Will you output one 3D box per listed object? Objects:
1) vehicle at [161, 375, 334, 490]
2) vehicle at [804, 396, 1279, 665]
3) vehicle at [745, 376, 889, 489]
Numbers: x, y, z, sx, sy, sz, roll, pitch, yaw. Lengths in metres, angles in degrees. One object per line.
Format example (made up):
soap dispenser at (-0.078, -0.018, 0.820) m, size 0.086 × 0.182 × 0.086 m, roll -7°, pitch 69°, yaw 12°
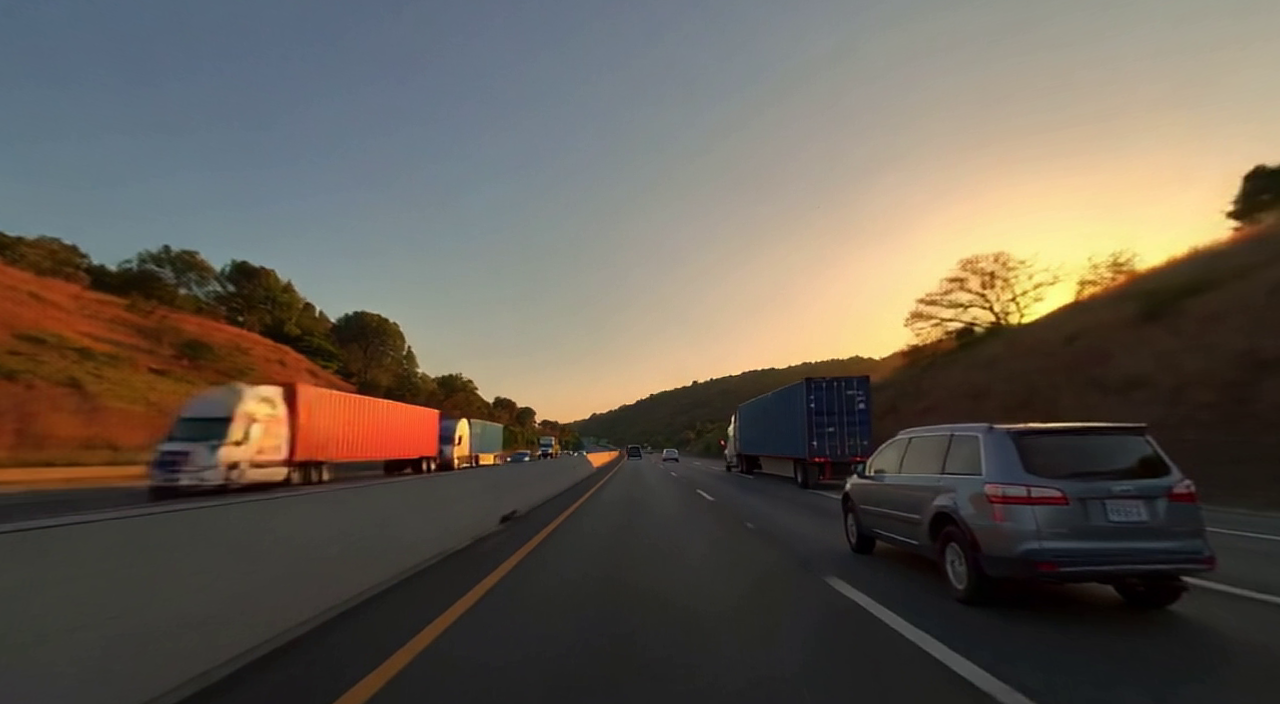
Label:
vehicle at (-15.228, 3.250, 25.161) m, size 3.012 × 3.994 × 5.844 m, roll 0°, pitch -9°, yaw -1°
vehicle at (3.342, 1.450, 6.268) m, size 2.130 × 1.658 × 4.537 m, roll 0°, pitch -9°, yaw -1°
vehicle at (7.533, 3.922, 29.714) m, size 2.882 × 4.109 × 13.567 m, roll 0°, pitch -9°, yaw 0°
